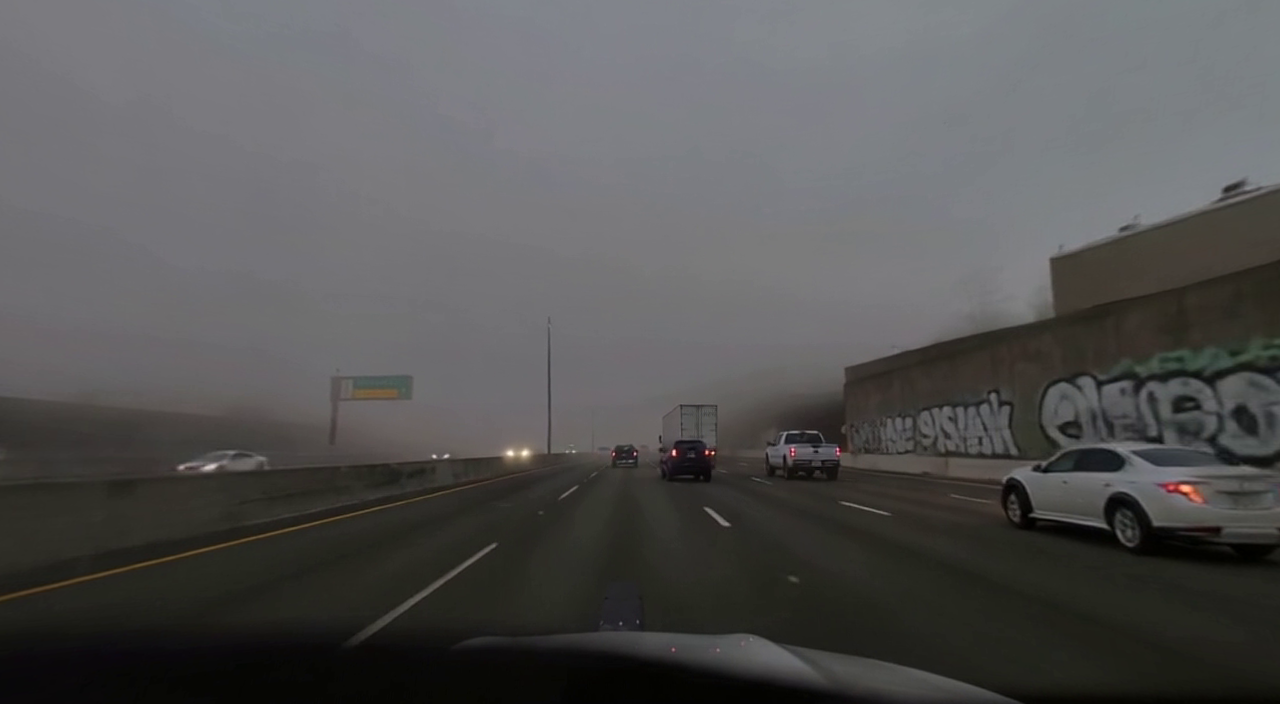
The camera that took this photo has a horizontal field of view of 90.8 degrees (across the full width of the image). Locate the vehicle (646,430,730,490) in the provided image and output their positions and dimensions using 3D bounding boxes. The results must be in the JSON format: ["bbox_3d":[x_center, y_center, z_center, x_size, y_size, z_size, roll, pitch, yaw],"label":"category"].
[{"bbox_3d":[1.524,3.769,22.298,2.249,1.843,5.176,0,-9,-4],"label":"vehicle"}]

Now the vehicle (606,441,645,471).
[{"bbox_3d":[-0.811,5.958,36.320,2.073,1.640,3.990,0,-9,-1],"label":"vehicle"}]

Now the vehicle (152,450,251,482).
[{"bbox_3d":[-20.628,5.343,29.947,1.851,1.389,4.016,0,-9,0],"label":"vehicle"}]

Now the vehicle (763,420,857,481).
[{"bbox_3d":[7.266,4.338,27.838,2.322,2.360,6.433,0,-9,0],"label":"vehicle"}]

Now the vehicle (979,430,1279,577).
[{"bbox_3d":[7.040,1.905,8.823,1.915,1.476,4.677,0,-9,-1],"label":"vehicle"}]
